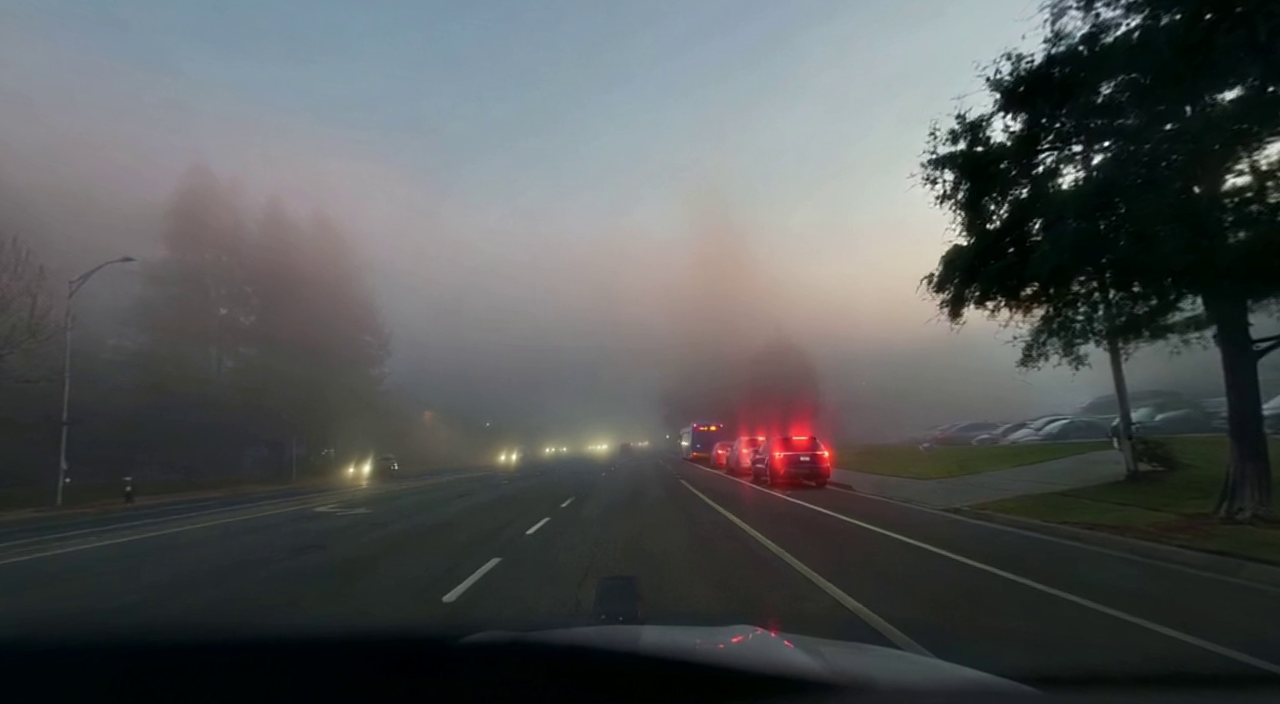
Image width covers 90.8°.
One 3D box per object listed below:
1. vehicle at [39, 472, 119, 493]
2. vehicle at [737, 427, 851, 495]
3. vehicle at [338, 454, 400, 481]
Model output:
[{"bbox_3d":[-42.276,9.831,47.653,4.357,1.435,1.816,0,-9,3],"label":"vehicle"},{"bbox_3d":[4.405,3.214,18.989,2.094,1.731,4.763,0,-8,-1],"label":"vehicle"},{"bbox_3d":[-19.633,8.375,46.025,2.166,1.804,4.897,-1,-8,3],"label":"vehicle"}]
